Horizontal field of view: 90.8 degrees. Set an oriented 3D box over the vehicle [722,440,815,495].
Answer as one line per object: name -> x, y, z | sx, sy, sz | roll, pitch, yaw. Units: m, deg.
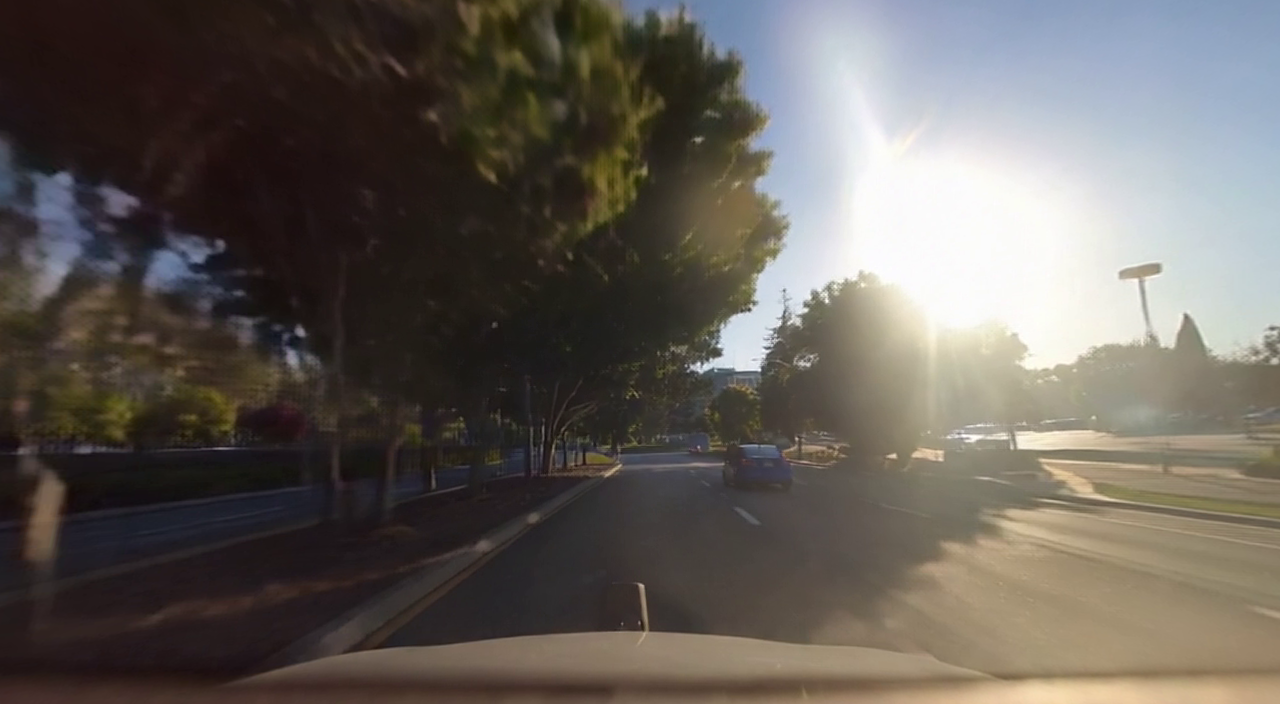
vehicle -> 3.783, 3.475, 19.418 | 1.928, 1.481, 4.453 | 0, -9, 0
